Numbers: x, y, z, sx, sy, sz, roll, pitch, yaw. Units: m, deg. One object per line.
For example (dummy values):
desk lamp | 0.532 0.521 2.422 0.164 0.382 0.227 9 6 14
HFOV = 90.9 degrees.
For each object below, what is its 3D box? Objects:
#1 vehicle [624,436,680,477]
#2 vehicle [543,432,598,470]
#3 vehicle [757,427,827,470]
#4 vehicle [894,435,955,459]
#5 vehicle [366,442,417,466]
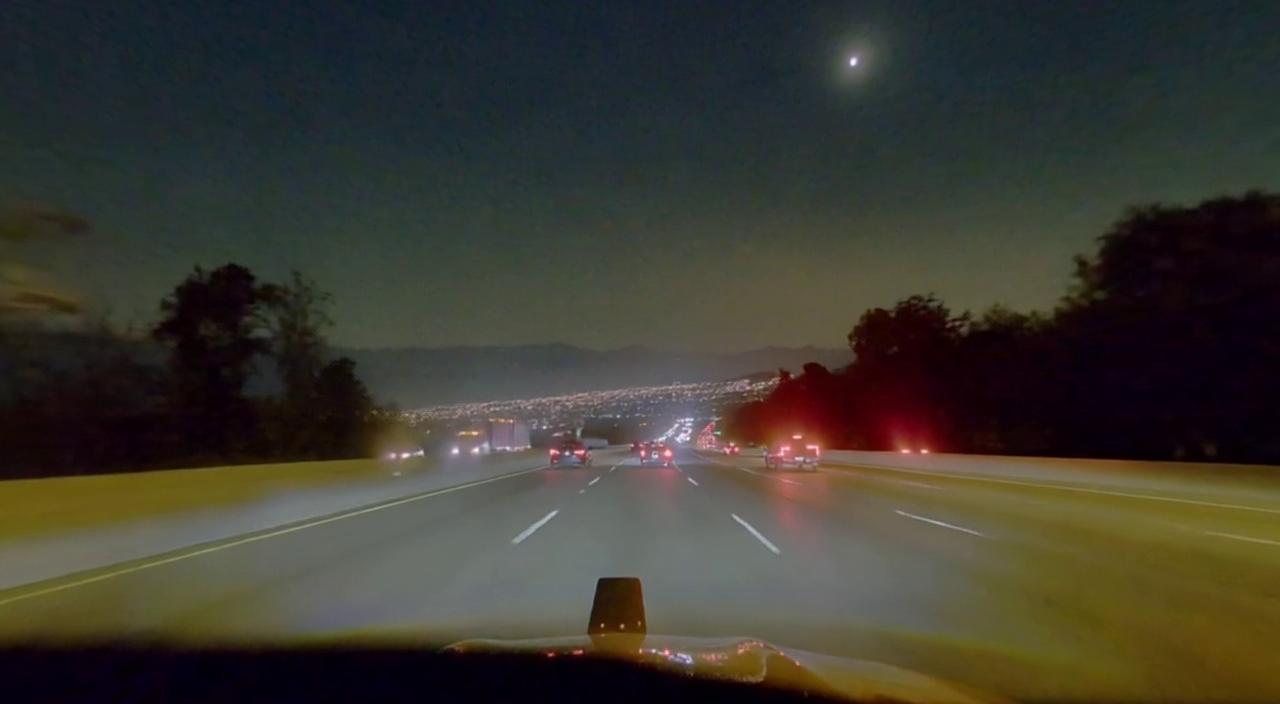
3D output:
vehicle | 0.437 4.184 25.509 2.071 1.464 4.162 0 -8 0
vehicle | -3.320 4.832 31.079 2.140 1.720 4.410 0 -8 1
vehicle | 7.237 4.686 30.699 2.094 1.916 5.099 0 -8 0
vehicle | 21.155 7.105 47.140 1.912 1.652 4.601 1 -8 -8
vehicle | -19.431 7.960 49.451 1.973 1.775 4.772 0 -8 1
